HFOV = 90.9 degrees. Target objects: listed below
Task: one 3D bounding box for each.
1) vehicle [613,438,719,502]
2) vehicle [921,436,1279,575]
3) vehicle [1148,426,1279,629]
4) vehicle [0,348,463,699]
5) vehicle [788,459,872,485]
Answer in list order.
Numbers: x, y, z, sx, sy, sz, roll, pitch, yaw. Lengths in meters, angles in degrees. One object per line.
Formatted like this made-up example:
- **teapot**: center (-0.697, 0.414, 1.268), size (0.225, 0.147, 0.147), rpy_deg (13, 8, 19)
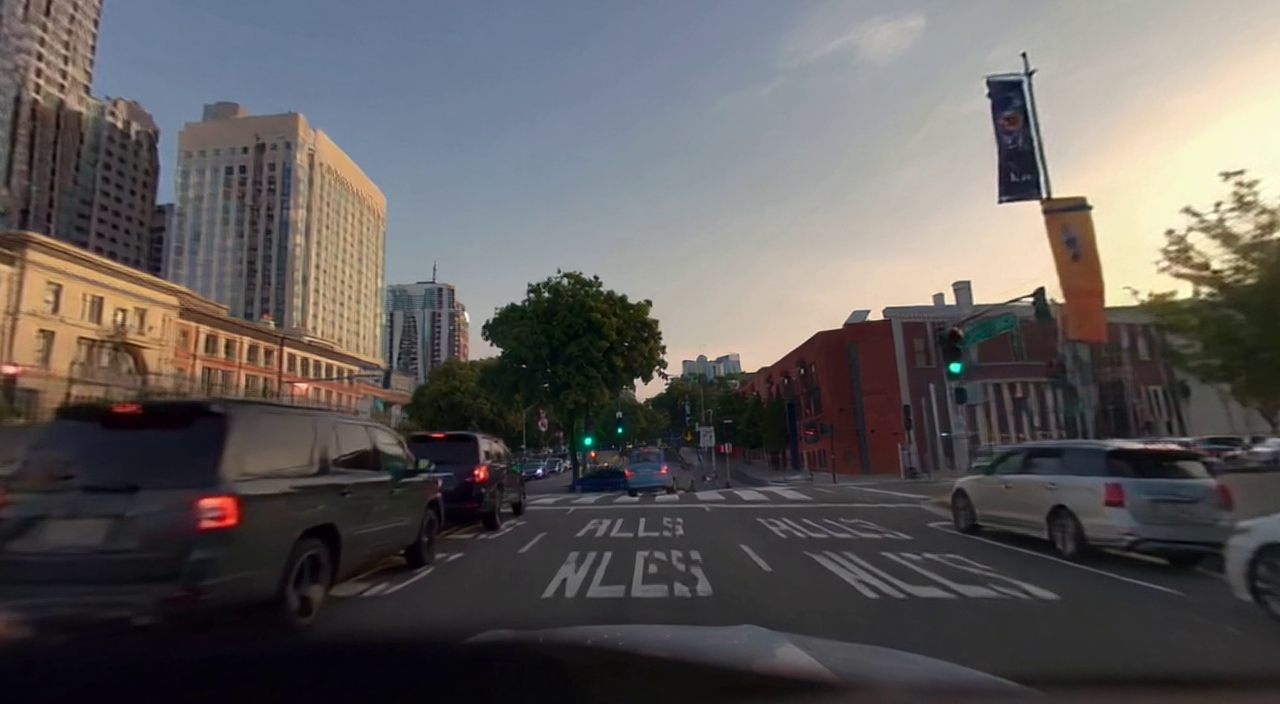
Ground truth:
- **vehicle**: center (1.018, 3.713, 20.358), size (2.328, 1.746, 5.072), rpy_deg (-3, -9, 15)
- **vehicle**: center (6.044, 1.968, 8.946), size (2.056, 1.460, 4.358), rpy_deg (0, -9, 0)
- **vehicle**: center (5.818, 1.165, 3.686), size (1.919, 1.529, 4.558), rpy_deg (0, -9, 1)
- **vehicle**: center (-3.385, 1.294, 6.004), size (1.977, 1.887, 5.068), rpy_deg (0, -9, -1)
- **vehicle**: center (11.234, 7.123, 37.428), size (4.371, 1.439, 1.818), rpy_deg (0, -9, -1)
